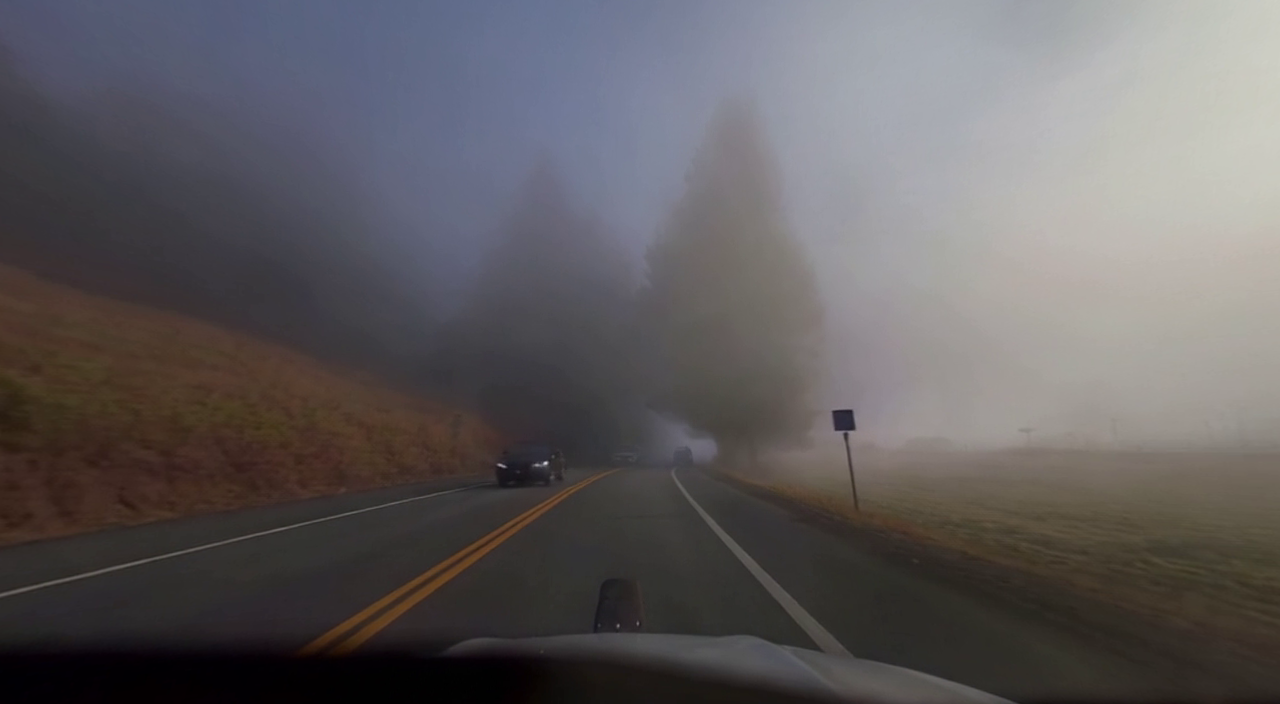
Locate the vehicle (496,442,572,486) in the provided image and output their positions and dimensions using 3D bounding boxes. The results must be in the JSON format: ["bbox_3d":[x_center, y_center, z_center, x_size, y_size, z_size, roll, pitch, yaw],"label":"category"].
[{"bbox_3d":[-4.026,4.334,24.817,2.049,1.566,4.387,-1,-8,3],"label":"vehicle"}]
